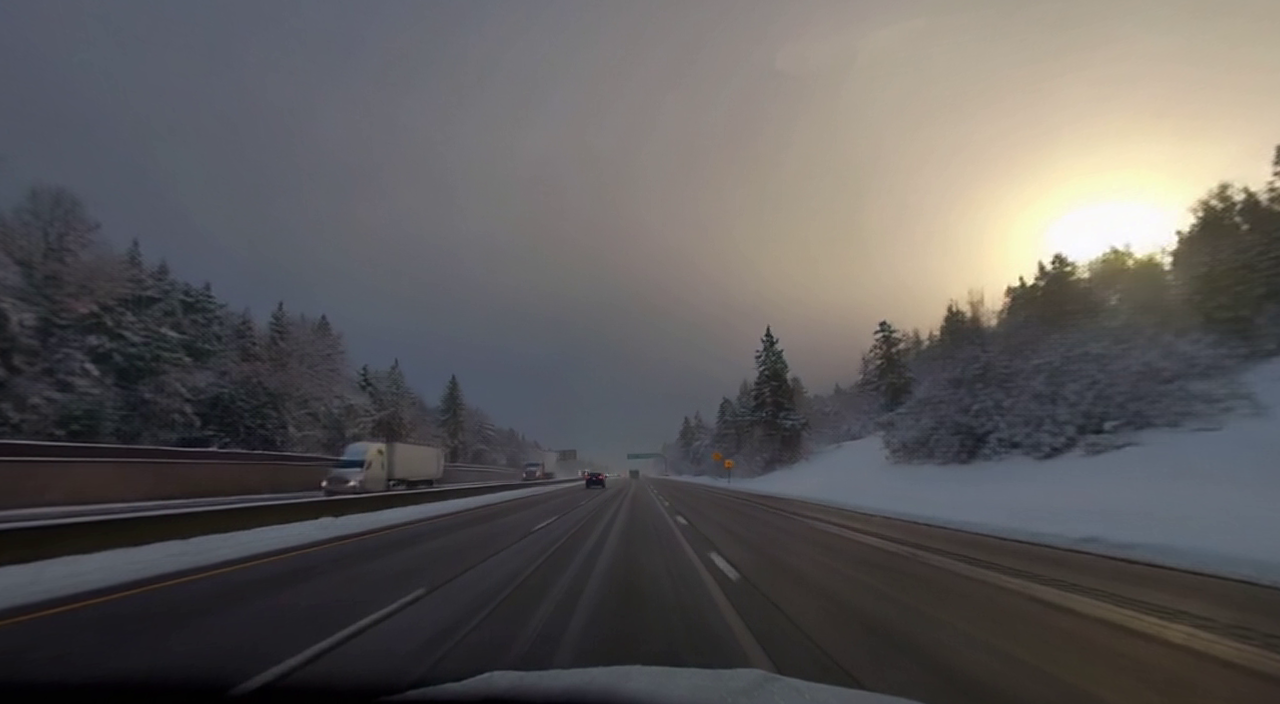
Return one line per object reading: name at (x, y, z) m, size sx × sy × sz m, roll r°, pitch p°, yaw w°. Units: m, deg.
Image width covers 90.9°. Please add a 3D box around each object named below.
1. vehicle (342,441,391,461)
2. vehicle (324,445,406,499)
vehicle at (-21.537, 7.850, 49.760) m, size 1.795 × 1.527 × 4.199 m, roll -1°, pitch -10°, yaw 2°
vehicle at (-21.546, 9.459, 49.968) m, size 2.975 × 3.858 × 7.495 m, roll 1°, pitch -11°, yaw 0°
